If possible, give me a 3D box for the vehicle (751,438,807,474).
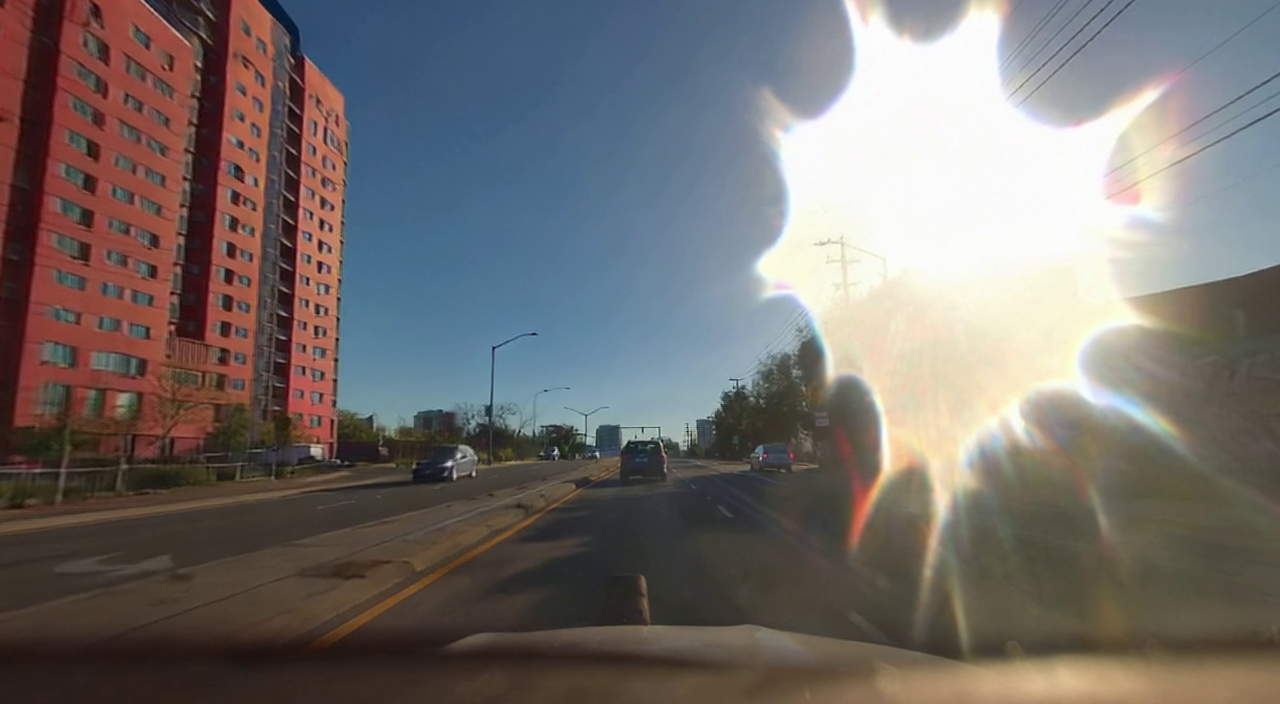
[{"bbox_3d":[7.084,5.324,32.500,1.952,1.749,4.311,0,-8,1],"label":"vehicle"}]

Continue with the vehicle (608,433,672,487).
[{"bbox_3d":[0.048,3.990,23.634,2.160,1.786,4.702,0,-8,1],"label":"vehicle"}]

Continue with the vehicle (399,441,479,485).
[{"bbox_3d":[-8.840,4.896,28.154,1.979,1.794,4.264,-1,-8,3],"label":"vehicle"}]
